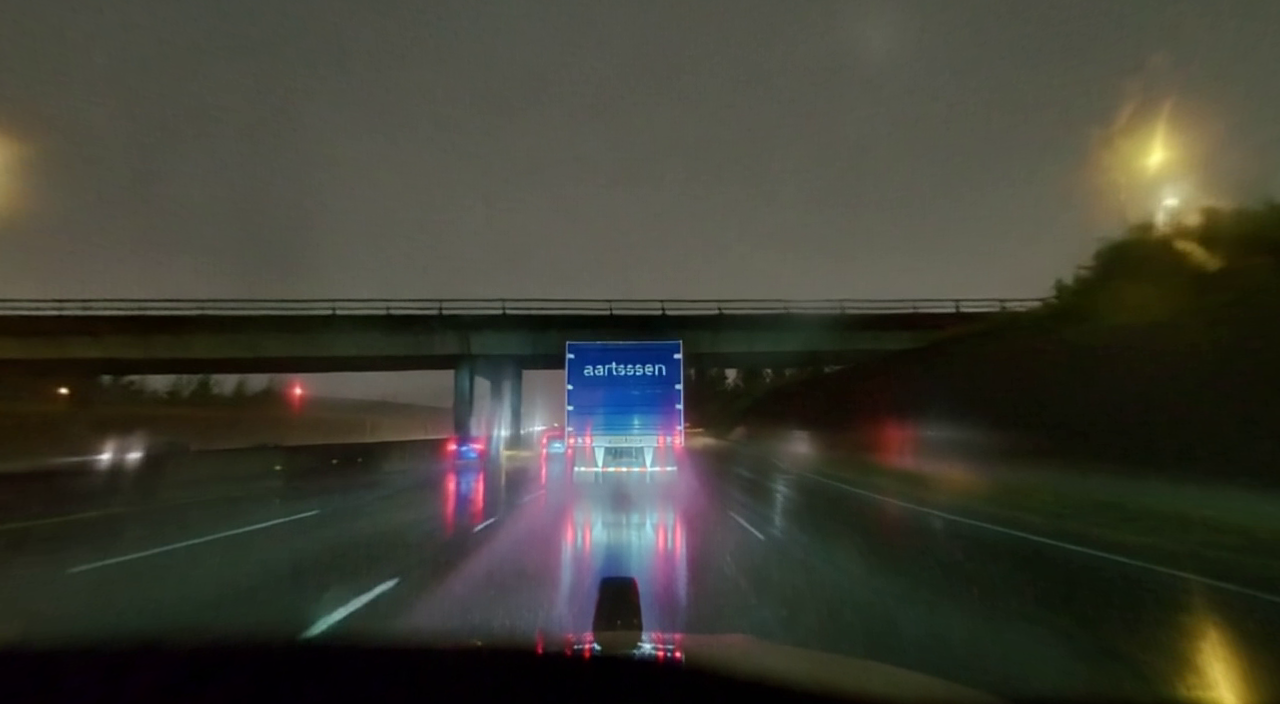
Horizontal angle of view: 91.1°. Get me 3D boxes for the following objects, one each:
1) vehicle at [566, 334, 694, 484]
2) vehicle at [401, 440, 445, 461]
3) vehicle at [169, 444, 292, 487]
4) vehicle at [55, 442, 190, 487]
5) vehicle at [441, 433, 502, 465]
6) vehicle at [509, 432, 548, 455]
[{"bbox_3d":[-0.305,2.246,22.550,3.442,4.106,10.719,0,-8,0],"label":"vehicle"},{"bbox_3d":[-16.381,7.464,47.735,1.884,1.465,3.988,0,-8,0],"label":"vehicle"},{"bbox_3d":[-16.173,4.458,25.157,1.880,1.506,4.531,0,-8,0],"label":"vehicle"},{"bbox_3d":[-19.908,4.290,24.429,1.829,1.546,4.004,0,-8,0],"label":"vehicle"},{"bbox_3d":[-8.450,4.881,31.852,1.940,1.488,3.976,0,-8,0],"label":"vehicle"},{"bbox_3d":[-8.065,6.672,45.917,1.981,1.574,4.561,0,-8,1],"label":"vehicle"}]
